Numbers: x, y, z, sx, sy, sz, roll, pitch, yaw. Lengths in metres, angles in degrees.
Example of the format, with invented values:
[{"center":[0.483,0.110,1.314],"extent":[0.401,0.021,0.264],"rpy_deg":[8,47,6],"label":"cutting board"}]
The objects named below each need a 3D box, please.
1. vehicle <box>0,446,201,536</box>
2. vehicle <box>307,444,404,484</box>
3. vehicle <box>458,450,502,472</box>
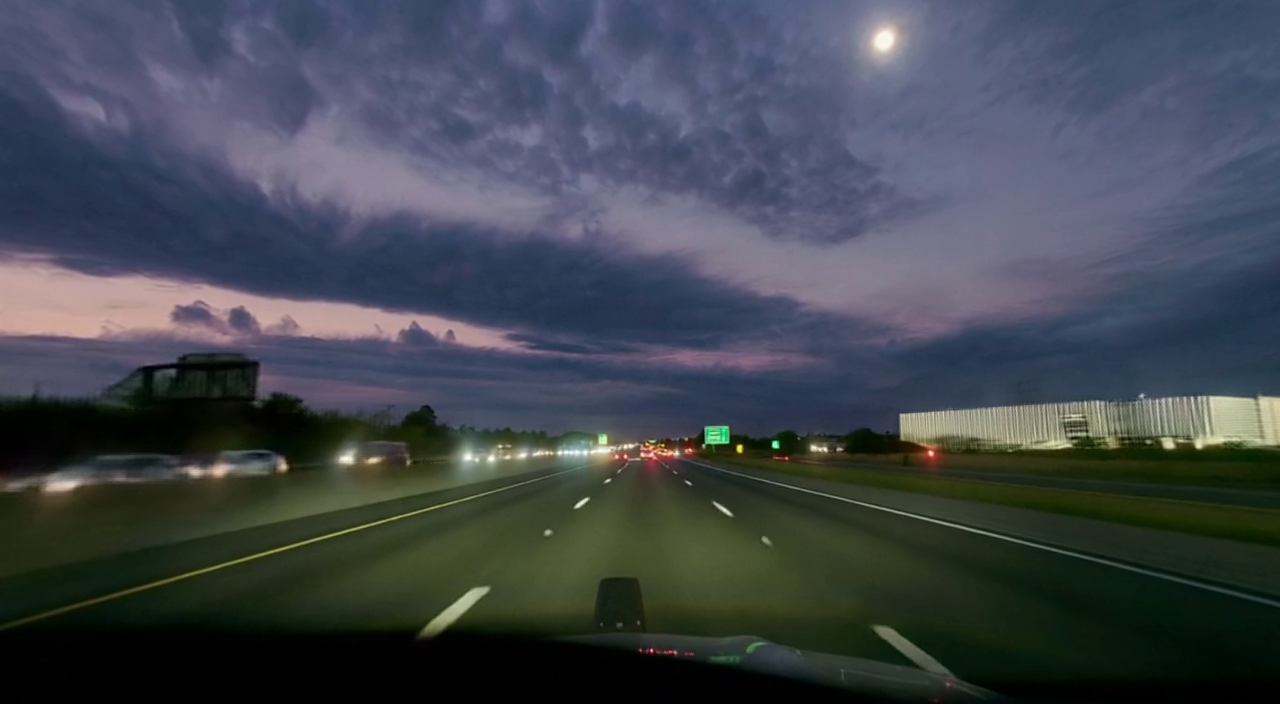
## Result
[{"center":[-11.156,2.585,12.332],"extent":[1.920,1.428,4.416],"rpy_deg":[0,-9,0],"label":"vehicle"},{"center":[-11.934,4.707,26.783],"extent":[2.035,1.512,4.336],"rpy_deg":[0,-9,1],"label":"vehicle"},{"center":[-11.211,7.650,44.338],"extent":[1.894,1.437,4.443],"rpy_deg":[0,-9,1],"label":"vehicle"}]
